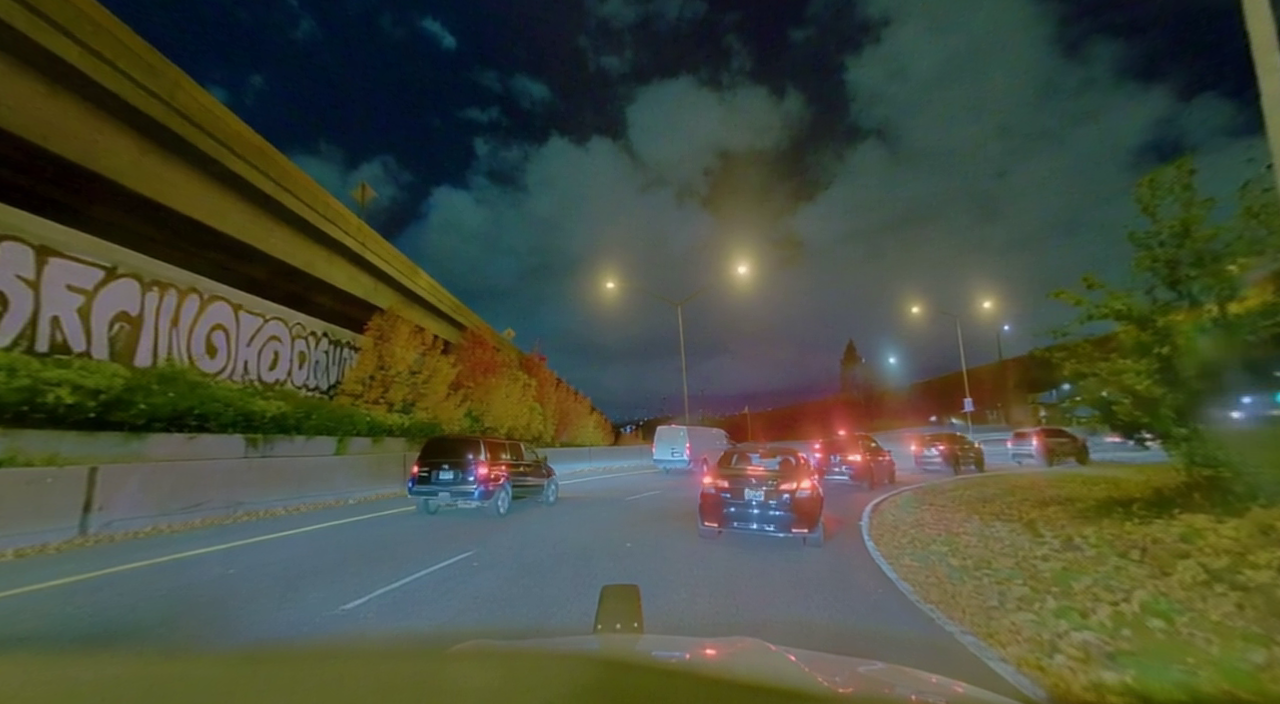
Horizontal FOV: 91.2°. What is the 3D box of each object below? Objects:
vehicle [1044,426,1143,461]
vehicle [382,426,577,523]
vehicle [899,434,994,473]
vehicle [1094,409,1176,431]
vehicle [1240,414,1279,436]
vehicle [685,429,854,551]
[{"bbox_3d":[20.899,4.235,28.868,3.934,1.485,1.763,4,-10,-22],"label":"vehicle"},{"bbox_3d":[-2.874,2.320,12.339,1.921,1.554,4.081,-3,-9,15],"label":"vehicle"},{"bbox_3d":[12.324,4.041,25.085,3.902,1.446,1.780,7,-11,-37],"label":"vehicle"},{"bbox_3d":[36.833,5.112,46.721,1.835,1.520,4.294,4,-10,-27],"label":"vehicle"},{"bbox_3d":[49.540,5.643,48.527,1.784,1.576,4.027,6,-11,-35],"label":"vehicle"},{"bbox_3d":[2.243,2.073,10.037,2.064,1.515,3.722,-4,-9,20],"label":"vehicle"}]
